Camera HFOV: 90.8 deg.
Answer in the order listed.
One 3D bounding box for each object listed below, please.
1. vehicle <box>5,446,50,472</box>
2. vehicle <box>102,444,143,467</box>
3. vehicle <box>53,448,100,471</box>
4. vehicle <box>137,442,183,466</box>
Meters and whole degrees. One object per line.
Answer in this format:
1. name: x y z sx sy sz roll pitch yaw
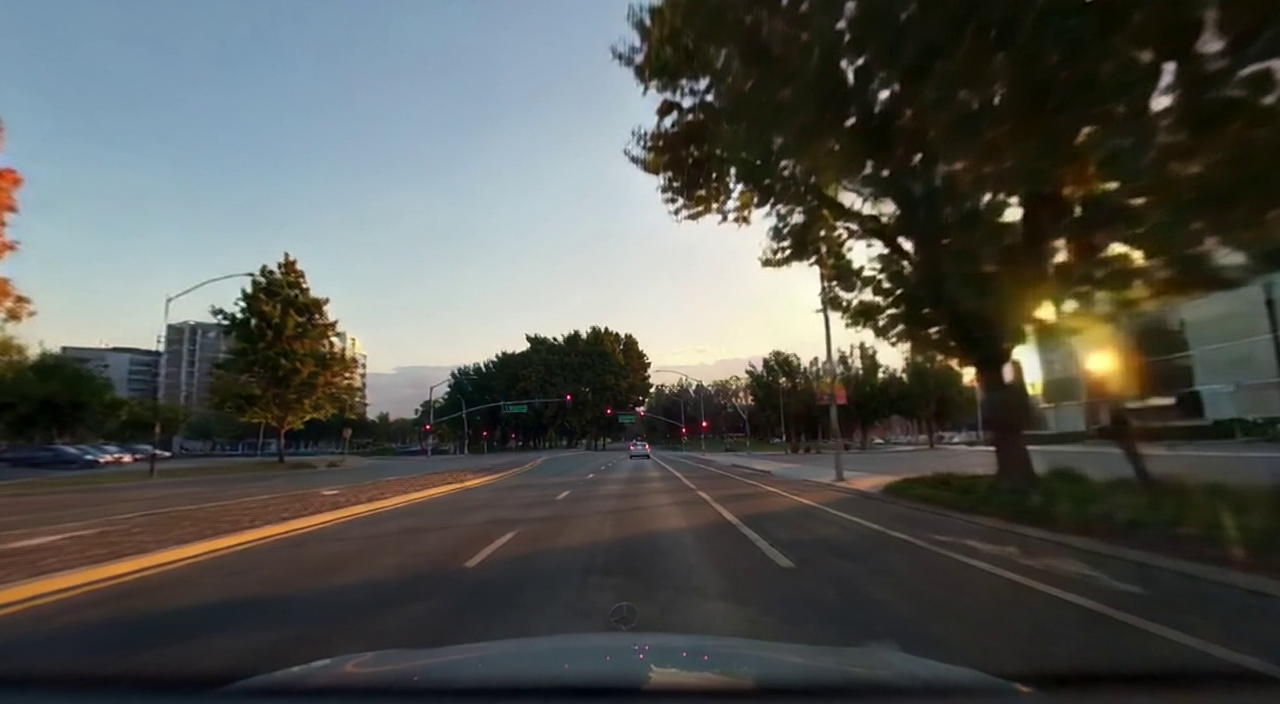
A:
1. vehicle: -38.920 6.779 40.107 3.778 1.445 1.746 -6 -11 44
2. vehicle: -38.186 7.593 46.539 3.758 1.545 1.763 -8 -12 43
3. vehicle: -37.967 7.169 42.528 3.969 1.433 1.835 -7 -11 42
4. vehicle: -37.920 8.018 49.831 4.235 1.748 2.001 -7 -11 42
